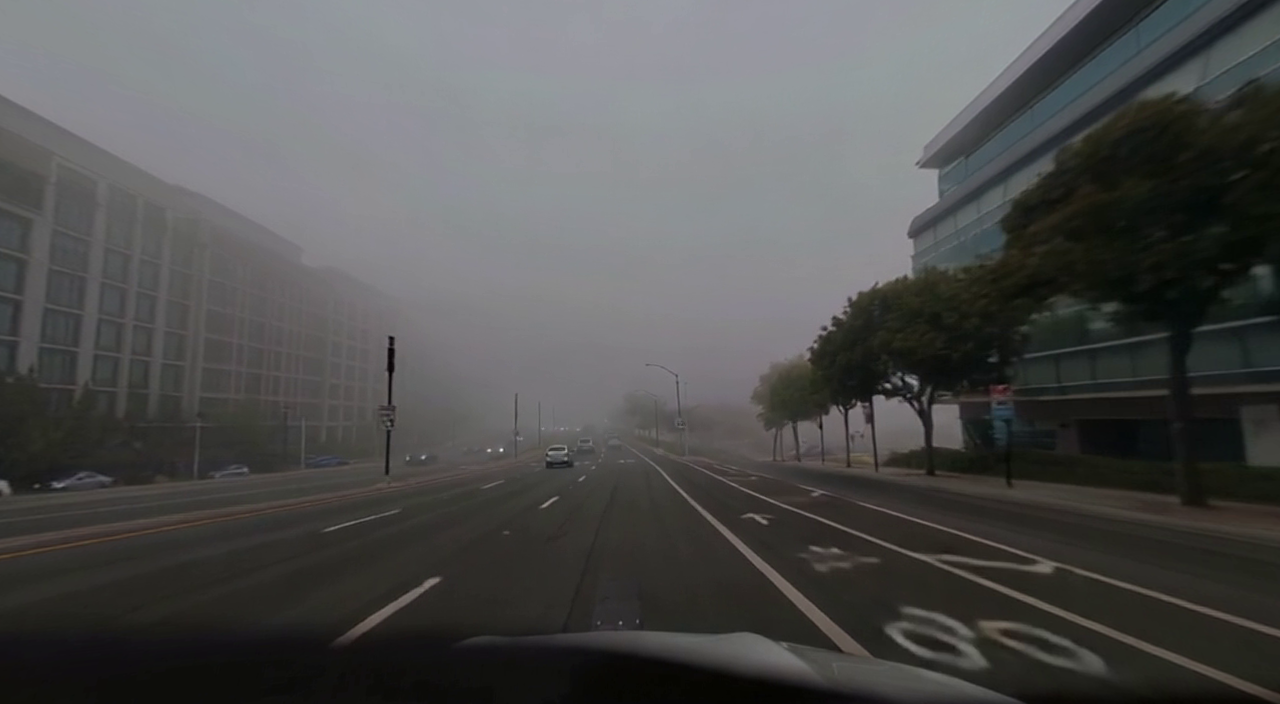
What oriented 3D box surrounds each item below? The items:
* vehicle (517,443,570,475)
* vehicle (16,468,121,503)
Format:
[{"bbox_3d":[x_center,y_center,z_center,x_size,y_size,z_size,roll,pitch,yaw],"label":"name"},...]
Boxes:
[{"bbox_3d":[-4.738,5.300,31.672,2.025,1.474,4.292,0,-8,-1],"label":"vehicle"},{"bbox_3d":[-33.627,7.815,37.382,1.912,1.755,4.644,0,-8,-1],"label":"vehicle"}]
